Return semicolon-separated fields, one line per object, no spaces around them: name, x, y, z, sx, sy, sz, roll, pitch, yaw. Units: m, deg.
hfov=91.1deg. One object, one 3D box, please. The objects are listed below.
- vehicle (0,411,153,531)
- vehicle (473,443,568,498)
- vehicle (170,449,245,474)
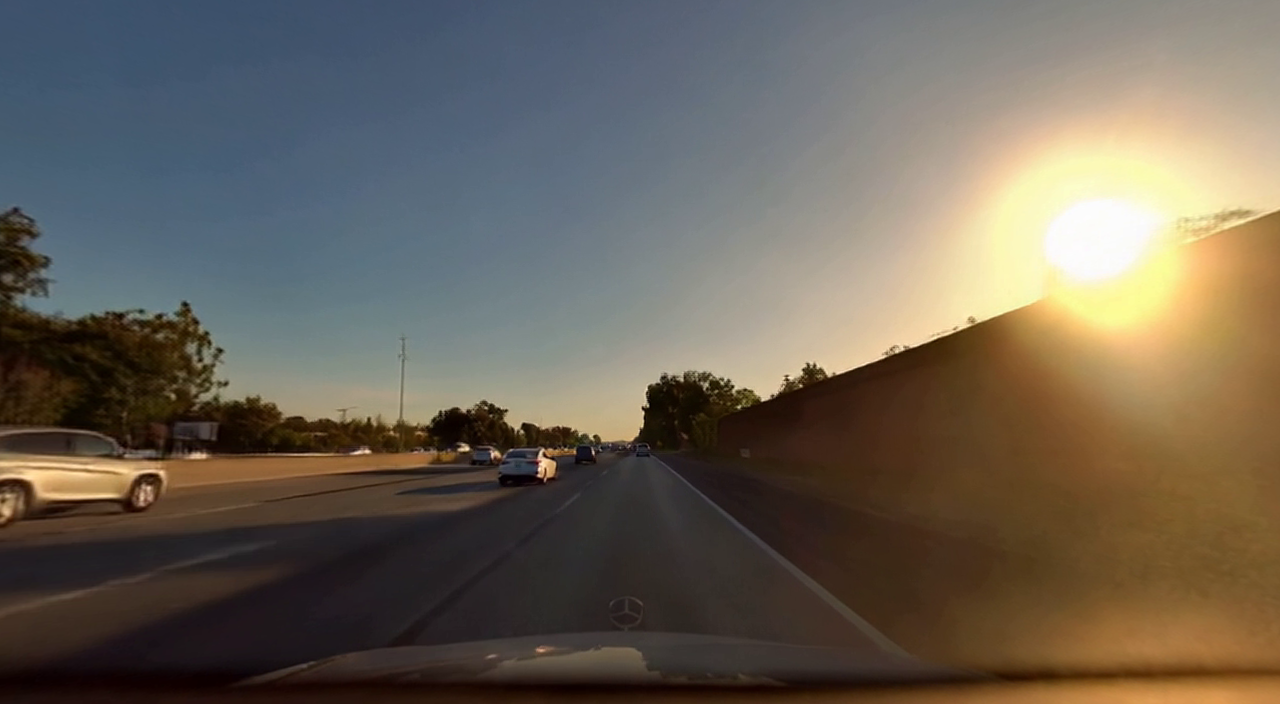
vehicle;-11.014;1.894;10.038;2.207;1.834;5.255;0;-8;0
vehicle;-3.591;3.640;19.828;1.945;1.484;4.803;0;-8;1
vehicle;-28.678;7.244;41.841;1.866;1.513;4.363;0;-8;0
